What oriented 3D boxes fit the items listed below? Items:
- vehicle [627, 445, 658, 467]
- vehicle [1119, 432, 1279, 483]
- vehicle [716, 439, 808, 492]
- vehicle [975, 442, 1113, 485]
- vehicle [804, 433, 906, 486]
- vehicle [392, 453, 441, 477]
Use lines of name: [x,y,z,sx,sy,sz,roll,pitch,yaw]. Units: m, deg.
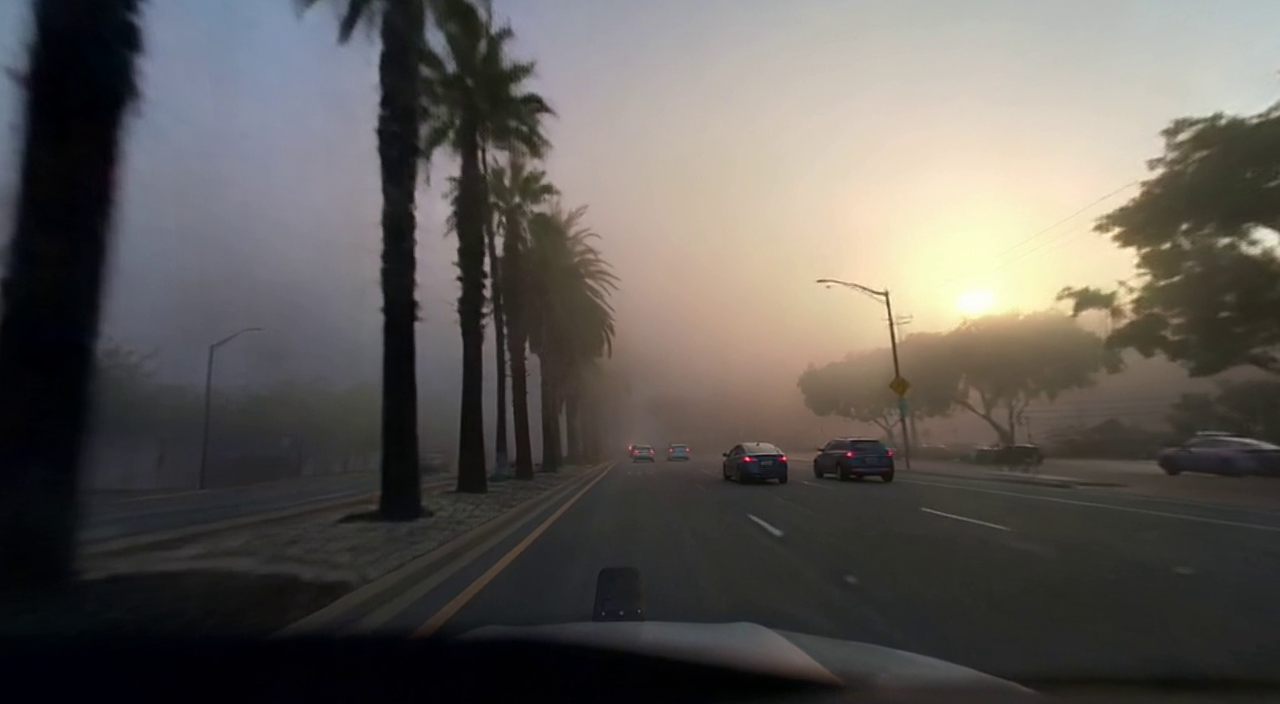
vehicle: [0.157,7.151,43.632,2.031,1.444,4.361,0,-8,-1]
vehicle: [21.574,3.929,24.125,2.109,1.697,5.547,0,-7,-2]
vehicle: [3.663,3.491,19.807,1.875,1.452,4.453,0,-8,-2]
vehicle: [15.118,4.169,24.066,2.001,1.463,4.781,0,-8,-1]
vehicle: [7.221,3.647,21.734,1.916,1.646,4.258,0,-8,-1]
vehicle: [-16.821,8.498,47.770,1.972,1.687,4.480,0,-8,0]
